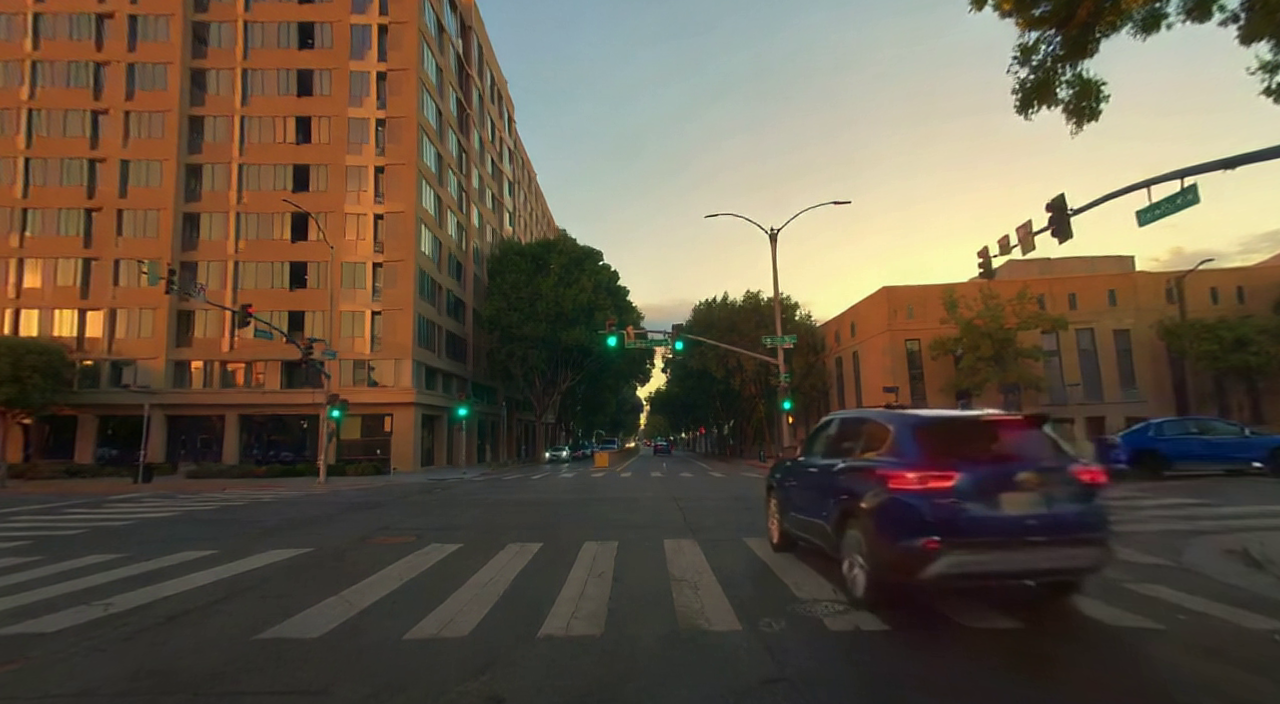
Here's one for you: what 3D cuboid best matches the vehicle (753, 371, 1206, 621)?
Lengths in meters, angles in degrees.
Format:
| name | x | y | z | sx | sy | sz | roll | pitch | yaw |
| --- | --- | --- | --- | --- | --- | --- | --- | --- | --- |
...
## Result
| name | x | y | z | sx | sy | sz | roll | pitch | yaw |
| --- | --- | --- | --- | --- | --- | --- | --- | --- | --- |
| vehicle | 2.933 | 1.401 | 7.122 | 2.301 | 1.816 | 4.871 | 0 | -8 | -1 |
